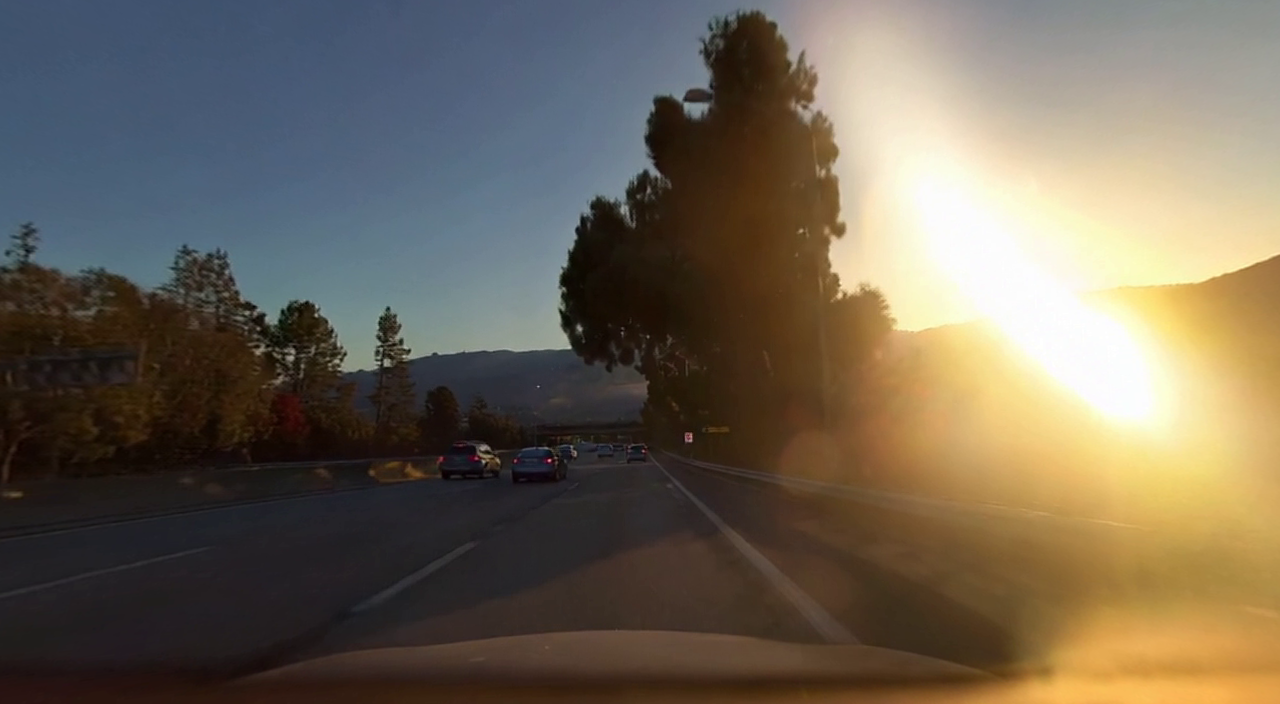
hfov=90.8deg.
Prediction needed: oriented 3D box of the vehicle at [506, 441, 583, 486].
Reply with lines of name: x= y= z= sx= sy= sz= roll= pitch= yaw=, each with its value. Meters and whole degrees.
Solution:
vehicle: x=-3.632 y=4.374 z=25.037 sx=2.102 sy=1.562 sz=4.884 roll=-1 pitch=-9 yaw=2

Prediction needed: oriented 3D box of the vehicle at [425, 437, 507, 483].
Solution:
vehicle: x=-7.409 y=4.647 z=27.412 sx=2.091 sy=1.795 sz=4.617 roll=-1 pitch=-9 yaw=2

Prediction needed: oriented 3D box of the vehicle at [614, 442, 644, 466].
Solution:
vehicle: x=-0.821 y=7.799 z=48.539 sx=2.179 sy=1.742 sz=4.396 roll=0 pitch=-9 yaw=0
